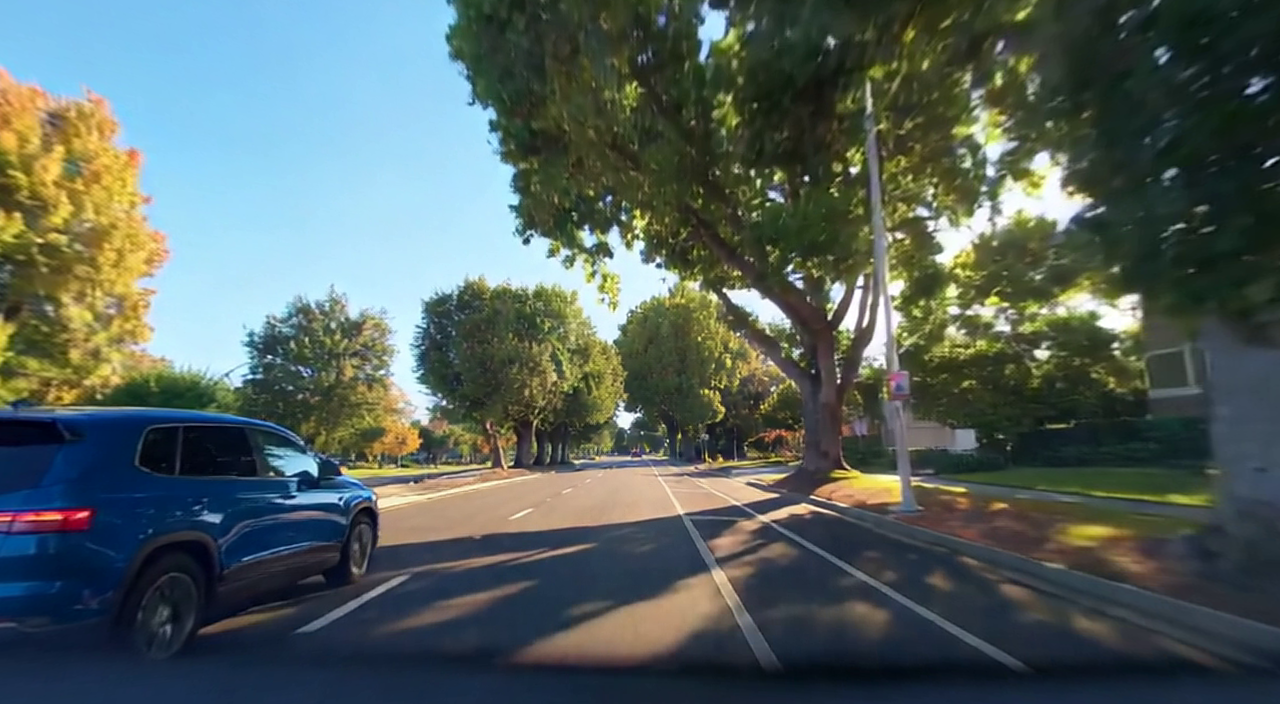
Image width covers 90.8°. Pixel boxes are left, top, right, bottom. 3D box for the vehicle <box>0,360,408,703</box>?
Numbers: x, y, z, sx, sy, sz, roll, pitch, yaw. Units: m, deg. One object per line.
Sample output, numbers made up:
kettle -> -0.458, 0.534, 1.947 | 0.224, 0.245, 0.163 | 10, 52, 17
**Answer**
vehicle -> -3.666, 1.214, 4.757 | 2.121, 1.724, 4.392 | 0, -9, 0
